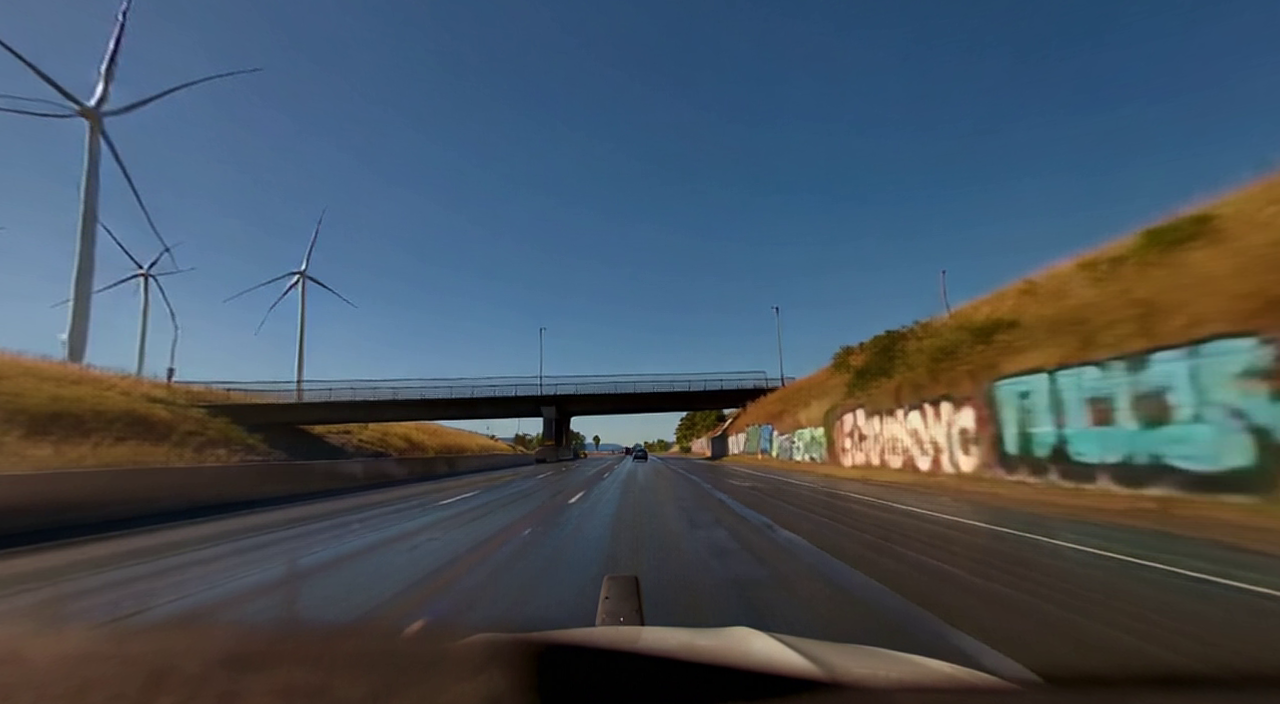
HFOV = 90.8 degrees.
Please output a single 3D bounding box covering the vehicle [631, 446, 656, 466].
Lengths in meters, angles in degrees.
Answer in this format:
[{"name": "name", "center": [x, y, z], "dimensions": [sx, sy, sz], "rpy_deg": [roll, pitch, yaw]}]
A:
[{"name": "vehicle", "center": [0.269, 8.110, 49.126], "dimensions": [1.870, 1.481, 4.234], "rpy_deg": [0, -9, -1]}]
